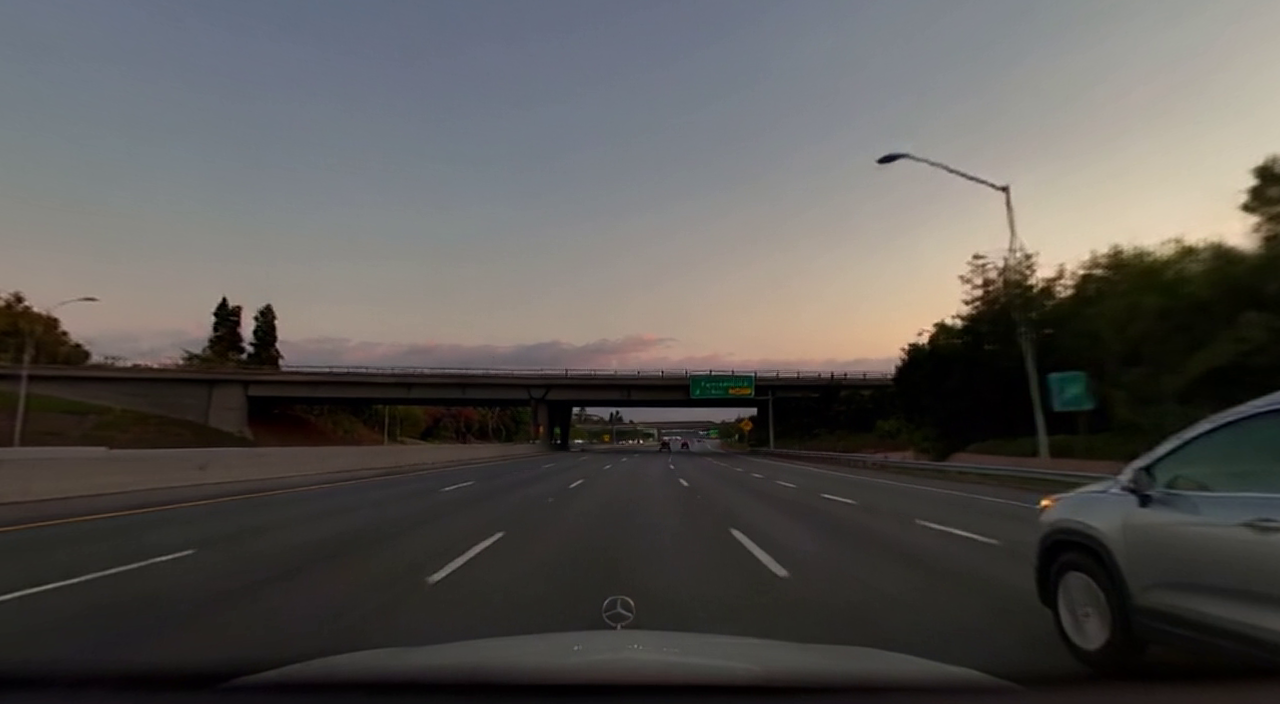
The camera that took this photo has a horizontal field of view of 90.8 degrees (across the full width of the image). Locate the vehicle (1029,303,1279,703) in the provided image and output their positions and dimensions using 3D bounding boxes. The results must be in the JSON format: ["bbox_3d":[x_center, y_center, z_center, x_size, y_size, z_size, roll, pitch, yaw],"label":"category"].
[{"bbox_3d":[3.840,0.631,1.877,2.155,1.918,4.945,0,-9,0],"label":"vehicle"}]
